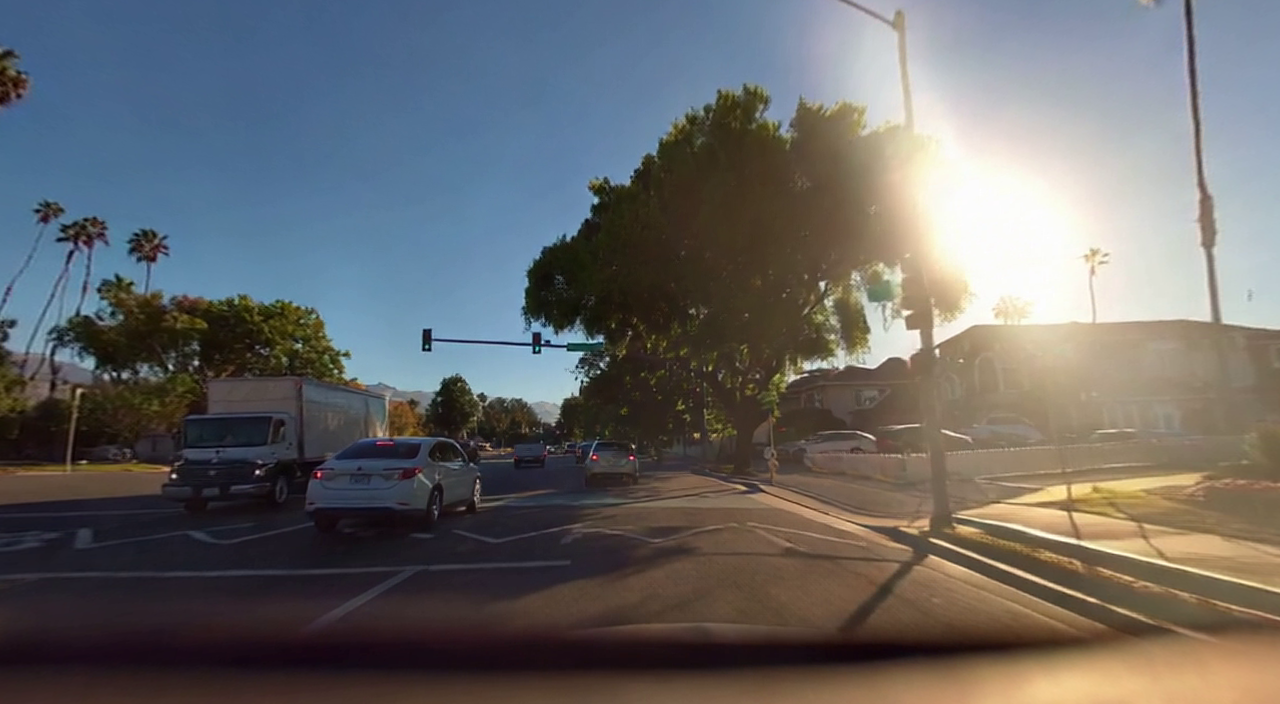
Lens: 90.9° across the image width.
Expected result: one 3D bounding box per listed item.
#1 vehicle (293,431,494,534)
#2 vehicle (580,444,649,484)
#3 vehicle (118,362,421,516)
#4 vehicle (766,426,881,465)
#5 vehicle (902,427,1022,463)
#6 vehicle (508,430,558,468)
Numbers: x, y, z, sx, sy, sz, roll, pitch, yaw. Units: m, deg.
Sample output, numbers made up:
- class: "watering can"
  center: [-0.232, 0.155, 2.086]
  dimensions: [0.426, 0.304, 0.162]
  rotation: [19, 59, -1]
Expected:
- class: "vehicle"
  center: [-4.004, 2.168, 11.131]
  dimensions: [1.709, 1.425, 4.337]
  rotation: [-1, -8, 1]
- class: "vehicle"
  center: [-0.869, 3.764, 21.569]
  dimensions: [2.131, 1.222, 3.868]
  rotation: [0, -8, -3]
- class: "vehicle"
  center: [-7.719, 2.013, 14.561]
  dimensions: [2.821, 2.701, 6.721]
  rotation: [0, -8, 1]
- class: "vehicle"
  center: [8.709, 4.442, 30.029]
  dimensions: [4.742, 1.690, 2.218]
  rotation: [2, -9, -18]
- class: "vehicle"
  center: [14.667, 4.227, 28.810]
  dimensions: [4.615, 1.555, 2.021]
  rotation: [2, -9, -15]
- class: "vehicle"
  center: [-5.663, 5.195, 33.903]
  dimensions: [2.032, 1.852, 4.571]
  rotation: [-1, -8, -1]
